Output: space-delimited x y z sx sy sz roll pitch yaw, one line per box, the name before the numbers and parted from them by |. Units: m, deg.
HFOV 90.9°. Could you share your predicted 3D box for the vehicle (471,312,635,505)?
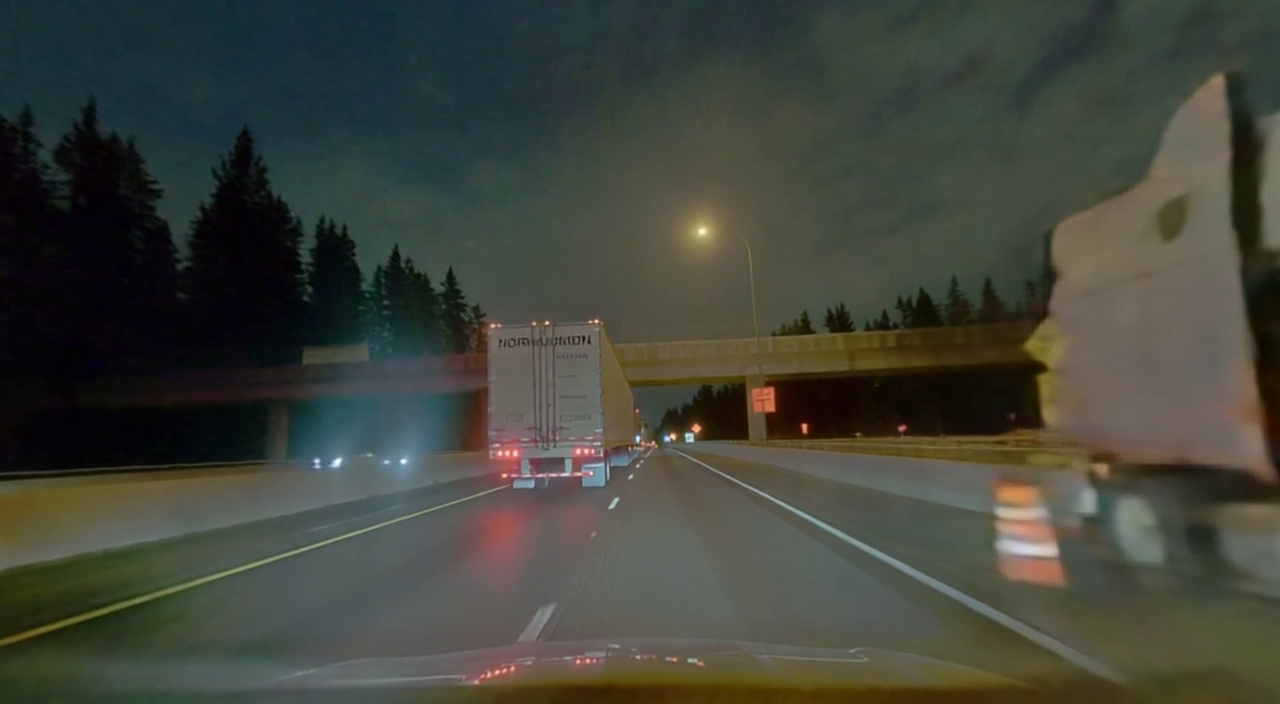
vehicle | -1.890 2.334 21.432 2.873 4.060 16.327 0 -8 1
